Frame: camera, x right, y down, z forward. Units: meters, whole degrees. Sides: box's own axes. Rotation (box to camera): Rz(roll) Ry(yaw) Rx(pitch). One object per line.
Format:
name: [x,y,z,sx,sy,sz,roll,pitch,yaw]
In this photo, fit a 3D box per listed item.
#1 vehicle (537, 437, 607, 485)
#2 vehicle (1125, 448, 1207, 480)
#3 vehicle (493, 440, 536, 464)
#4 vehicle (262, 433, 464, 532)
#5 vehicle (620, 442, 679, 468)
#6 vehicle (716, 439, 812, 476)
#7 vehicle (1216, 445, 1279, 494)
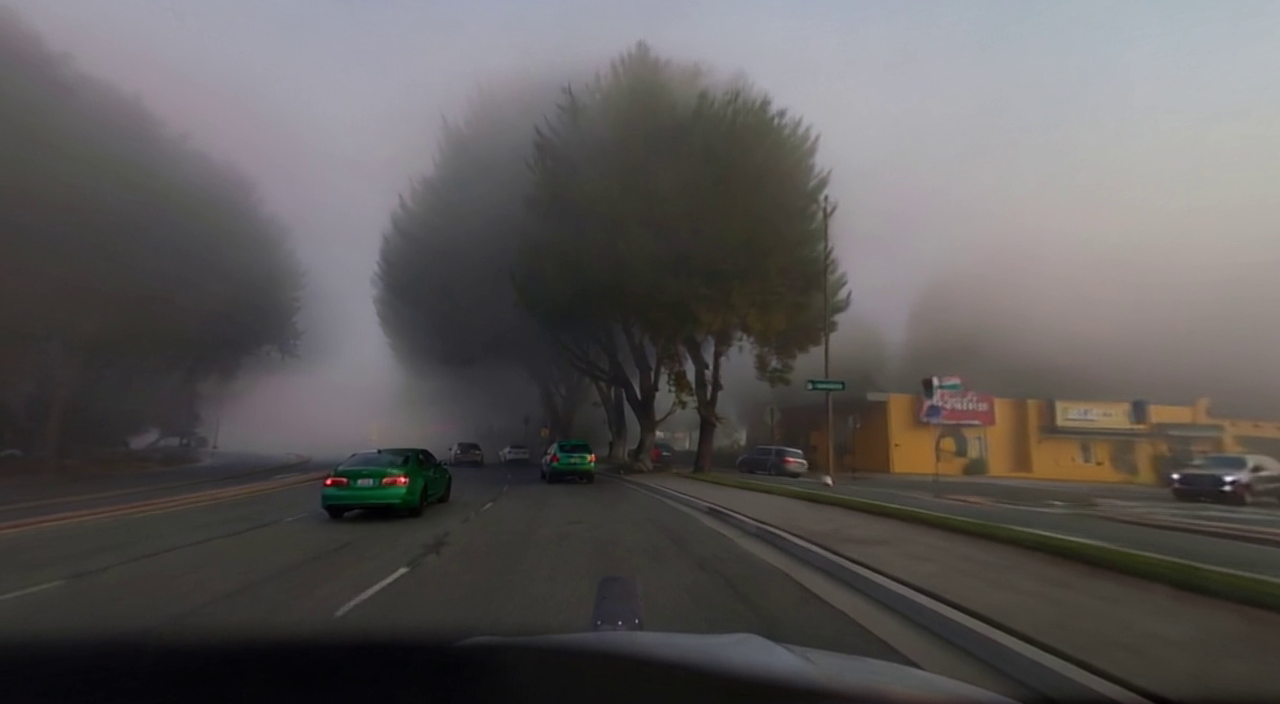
vehicle: [-2.459,3.705,21.879,2.001,1.483,4.442,1,-8,-11]
vehicle: [27.246,5.750,32.580,4.378,1.445,2.084,5,-10,-35]
vehicle: [-8.027,6.316,40.008,1.920,1.416,4.310,3,-9,-22]
vehicle: [-4.933,2.344,12.148,2.105,1.477,4.857,1,-8,-6]
vehicle: [0.545,6.597,40.423,1.952,1.547,4.091,5,-9,-31]
vehicle: [6.147,5.277,31.811,2.095,1.697,4.801,4,-9,-30]
vehicle: [23.604,4.293,23.339,4.486,1.658,2.031,5,-10,-32]
